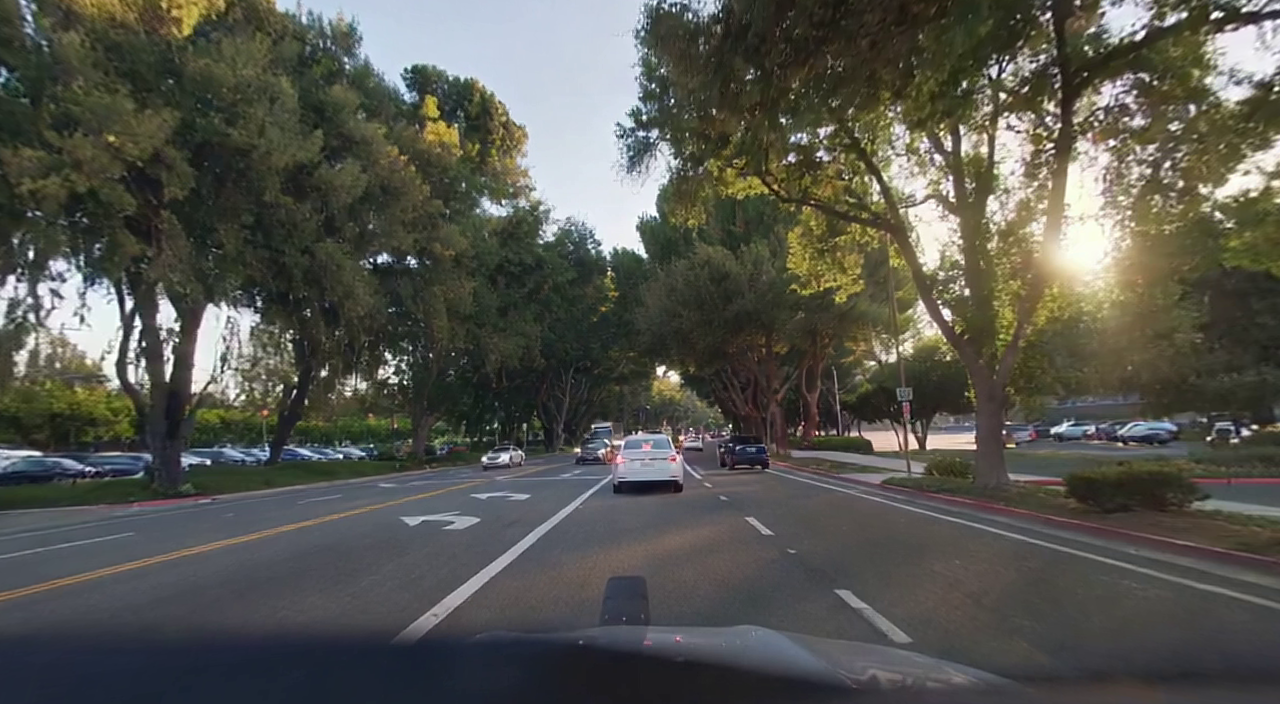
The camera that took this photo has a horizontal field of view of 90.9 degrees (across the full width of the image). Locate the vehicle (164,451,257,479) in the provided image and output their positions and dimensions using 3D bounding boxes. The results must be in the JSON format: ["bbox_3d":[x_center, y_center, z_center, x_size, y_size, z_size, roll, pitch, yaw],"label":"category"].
[{"bbox_3d":[-27.667,7.271,40.699,4.743,1.671,1.842,-1,-8,4],"label":"vehicle"}]

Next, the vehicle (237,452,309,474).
[{"bbox_3d":[-26.576,8.010,45.666,4.260,1.498,1.769,-2,-8,10],"label":"vehicle"}]

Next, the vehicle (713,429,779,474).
[{"bbox_3d":[4.607,4.395,28.091,2.155,1.786,4.459,0,-8,1],"label":"vehicle"}]

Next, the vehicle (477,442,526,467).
[{"bbox_3d":[-8.901,6.639,41.036,1.909,1.471,4.502,-1,-8,4],"label":"vehicle"}]

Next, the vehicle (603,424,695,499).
[{"bbox_3d":[0.216,2.876,16.942,2.154,1.710,4.128,-1,-8,0],"label":"vehicle"}]

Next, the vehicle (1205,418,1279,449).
[{"bbox_3d":[38.146,5.040,38.933,4.512,1.785,1.895,-1,-8,1],"label":"vehicle"}]

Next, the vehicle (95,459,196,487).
[{"bbox_3d":[-27.872,6.803,35.606,4.391,1.442,1.763,-1,-8,5],"label":"vehicle"}]

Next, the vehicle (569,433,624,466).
[{"bbox_3d":[-2.481,5.718,37.243,2.057,1.786,4.725,-2,-8,11],"label":"vehicle"}]
